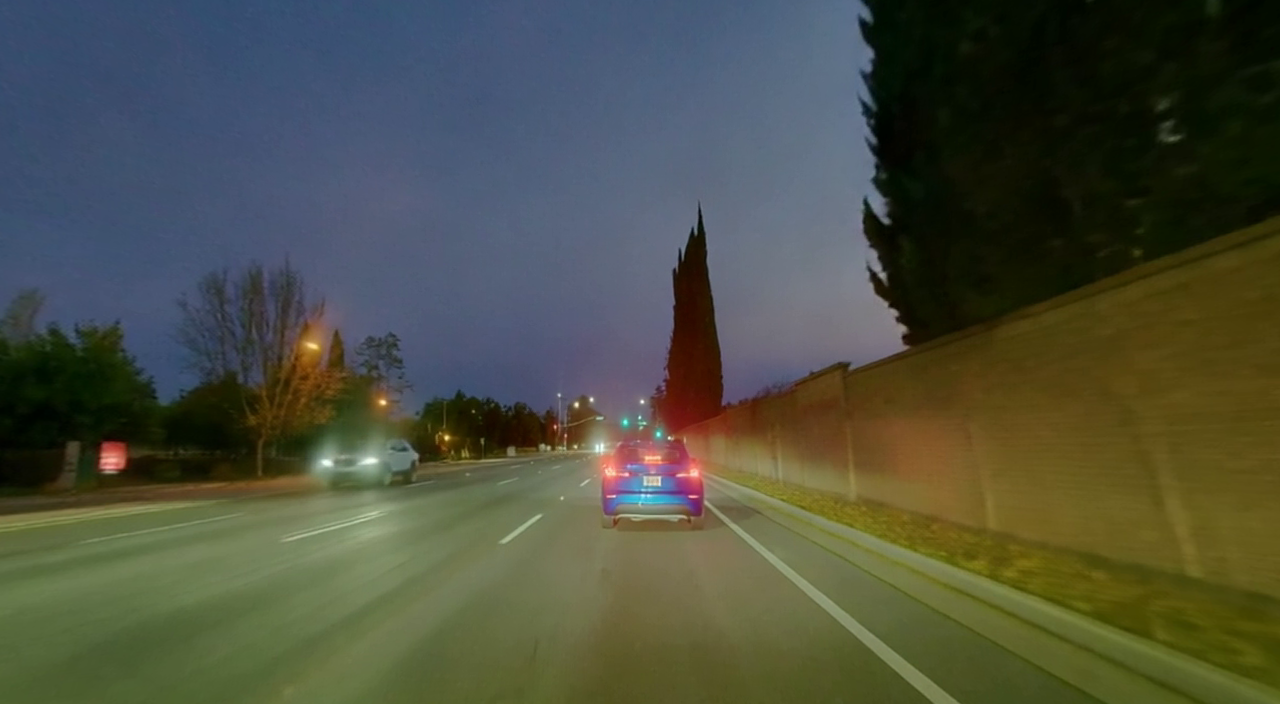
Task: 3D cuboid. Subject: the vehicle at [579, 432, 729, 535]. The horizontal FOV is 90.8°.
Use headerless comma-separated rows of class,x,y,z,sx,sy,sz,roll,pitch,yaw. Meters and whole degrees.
vehicle,0.175,2.259,11.524,2.205,1.509,4.272,0,-8,-1
